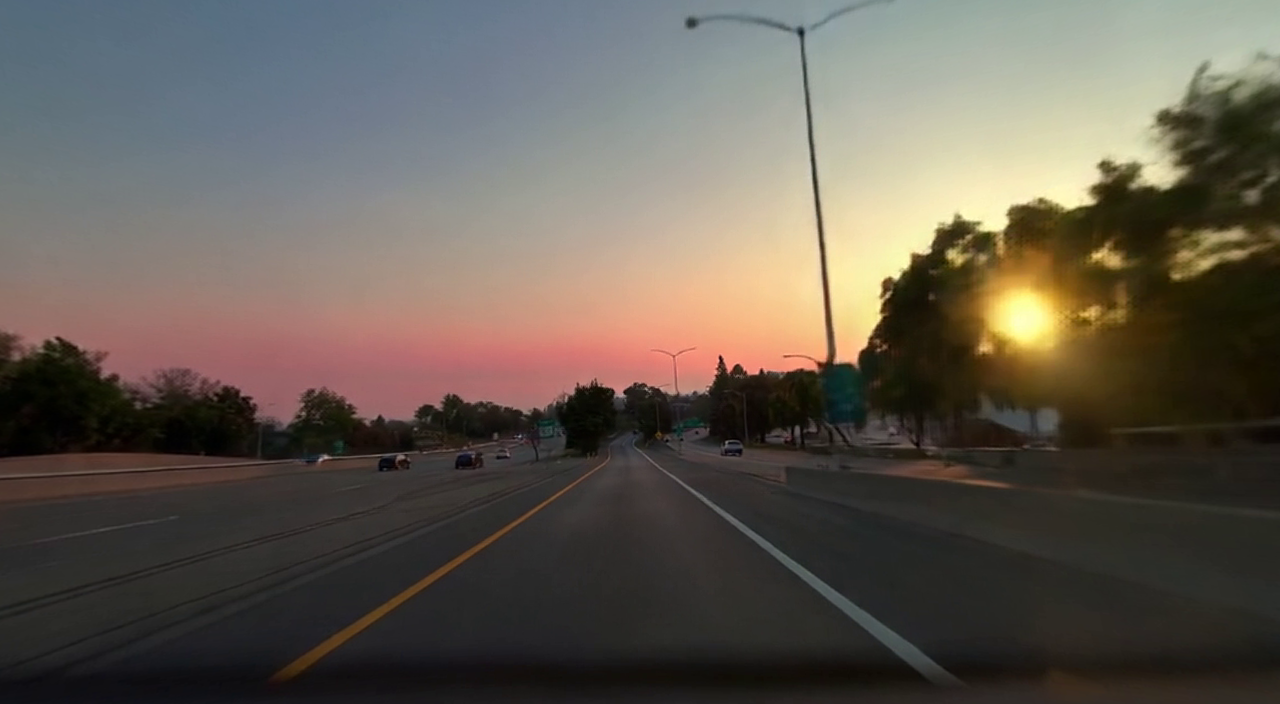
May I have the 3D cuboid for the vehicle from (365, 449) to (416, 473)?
[{"bbox_3d":[-19.015,8.298,48.430,2.126,1.671,5.173,0,-9,-4],"label":"vehicle"}]
